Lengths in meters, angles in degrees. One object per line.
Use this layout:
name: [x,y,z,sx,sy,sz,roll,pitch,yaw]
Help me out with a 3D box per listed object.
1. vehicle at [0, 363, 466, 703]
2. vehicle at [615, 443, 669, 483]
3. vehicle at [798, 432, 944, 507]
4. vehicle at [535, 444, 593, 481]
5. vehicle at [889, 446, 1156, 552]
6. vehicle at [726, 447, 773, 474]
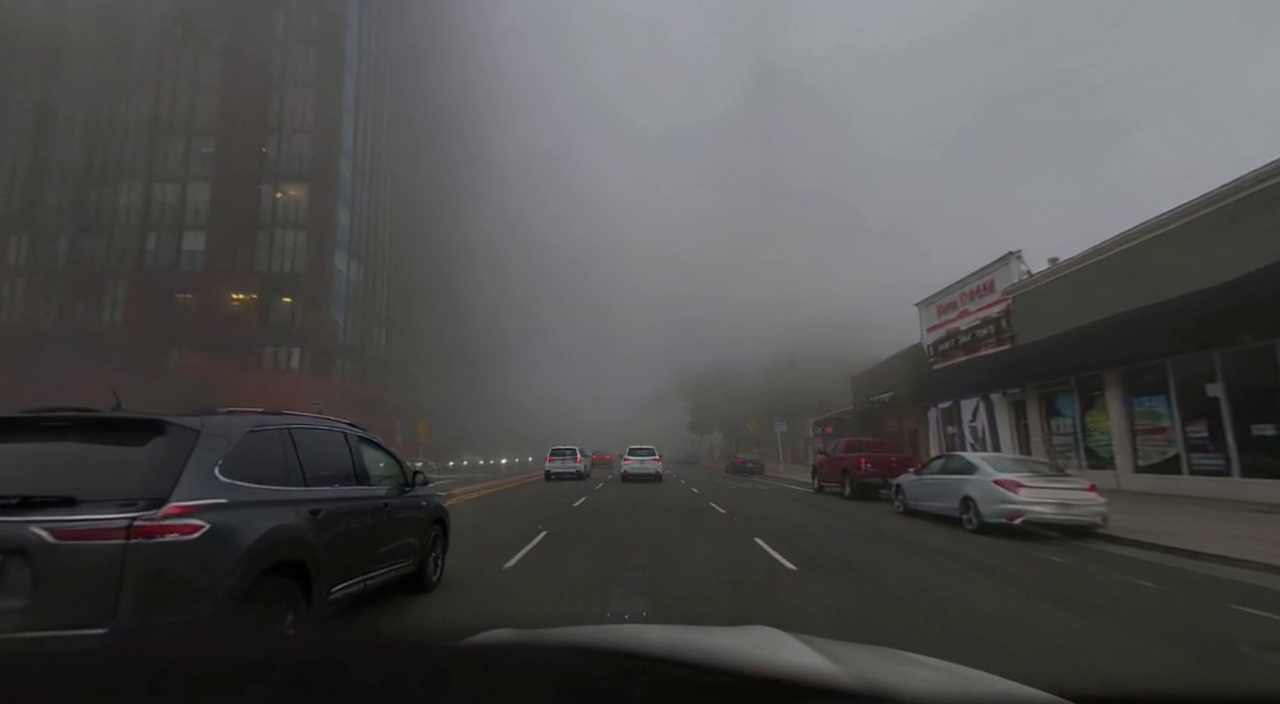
vehicle: [-2.974,1.188,4.641,2.049,1.646,4.445,0,-8,1]
vehicle: [0.083,4.522,26.016,2.037,1.484,4.073,0,-8,0]
vehicle: [6.363,3.289,18.193,2.159,1.817,5.056,0,-8,-2]
vehicle: [-3.232,4.777,27.565,1.950,1.450,4.257,0,-8,1]
vehicle: [6.285,2.412,11.151,1.944,1.462,4.406,0,-8,0]
vehicle: [6.690,6.654,38.902,2.014,1.495,4.562,0,-8,-1]
